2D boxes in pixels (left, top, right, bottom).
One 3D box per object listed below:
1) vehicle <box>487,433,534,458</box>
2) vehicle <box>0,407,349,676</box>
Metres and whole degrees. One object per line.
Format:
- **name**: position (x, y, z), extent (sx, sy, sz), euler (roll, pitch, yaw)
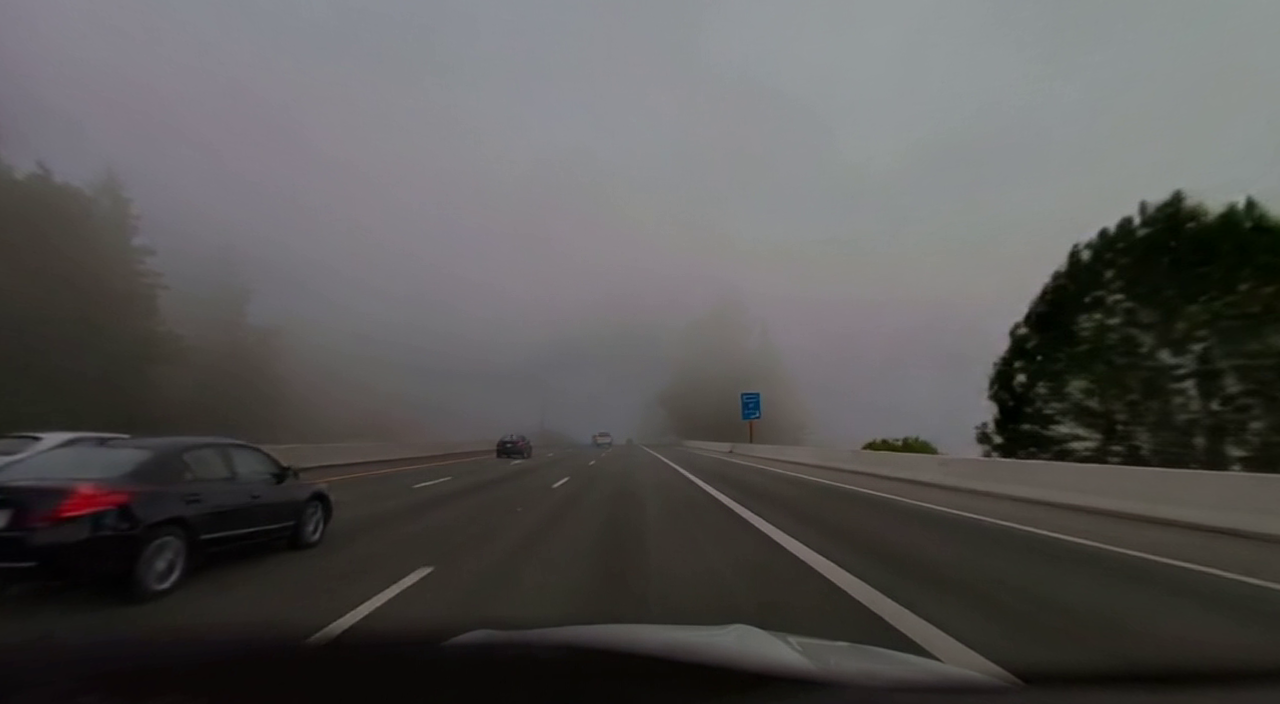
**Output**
- **vehicle**: position (-8.692, 6.333, 42.829), extent (2.092, 1.574, 5.251), euler (0, -8, 0)
- **vehicle**: position (-4.342, 1.308, 5.430), extent (1.912, 1.495, 3.703), euler (0, -8, -1)
